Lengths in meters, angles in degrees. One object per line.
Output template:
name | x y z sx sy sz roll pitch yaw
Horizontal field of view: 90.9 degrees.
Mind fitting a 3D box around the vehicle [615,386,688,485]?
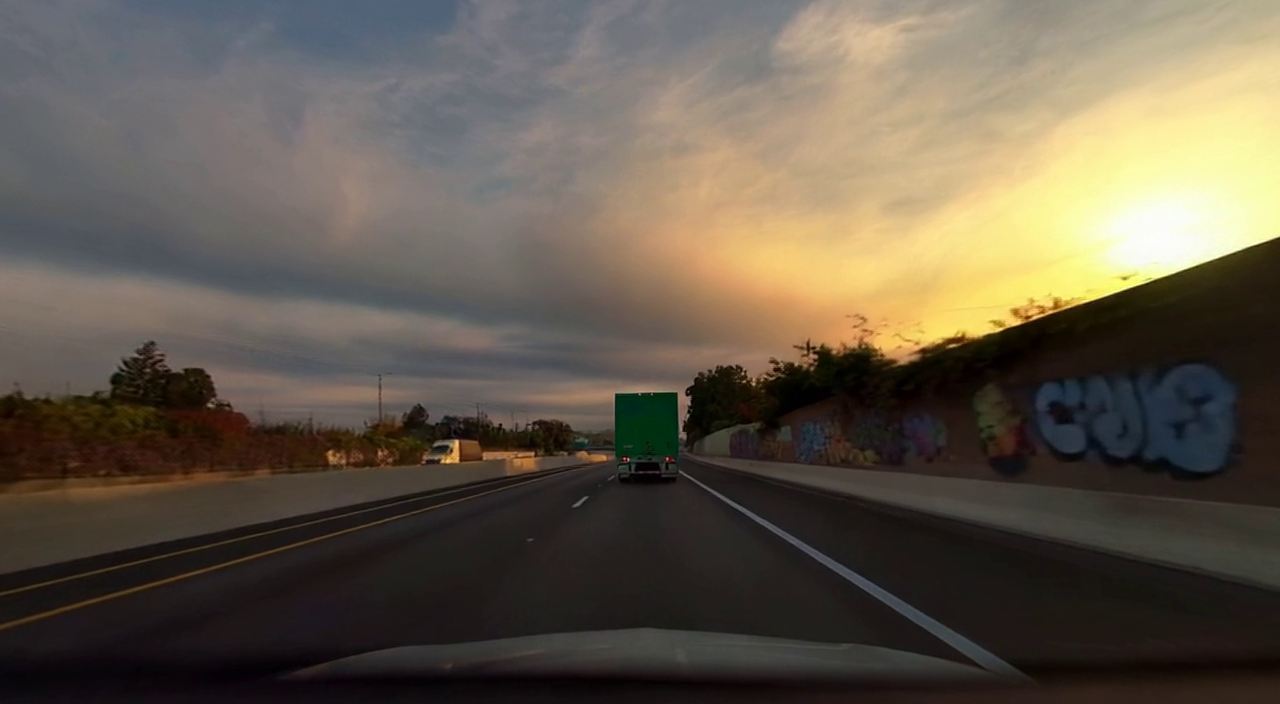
vehicle | 0.263 4.142 30.355 2.900 3.955 10.151 0 -9 -2

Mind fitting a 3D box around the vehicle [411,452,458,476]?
vehicle | -15.848 8.648 48.848 2.153 1.701 4.394 0 -9 0
